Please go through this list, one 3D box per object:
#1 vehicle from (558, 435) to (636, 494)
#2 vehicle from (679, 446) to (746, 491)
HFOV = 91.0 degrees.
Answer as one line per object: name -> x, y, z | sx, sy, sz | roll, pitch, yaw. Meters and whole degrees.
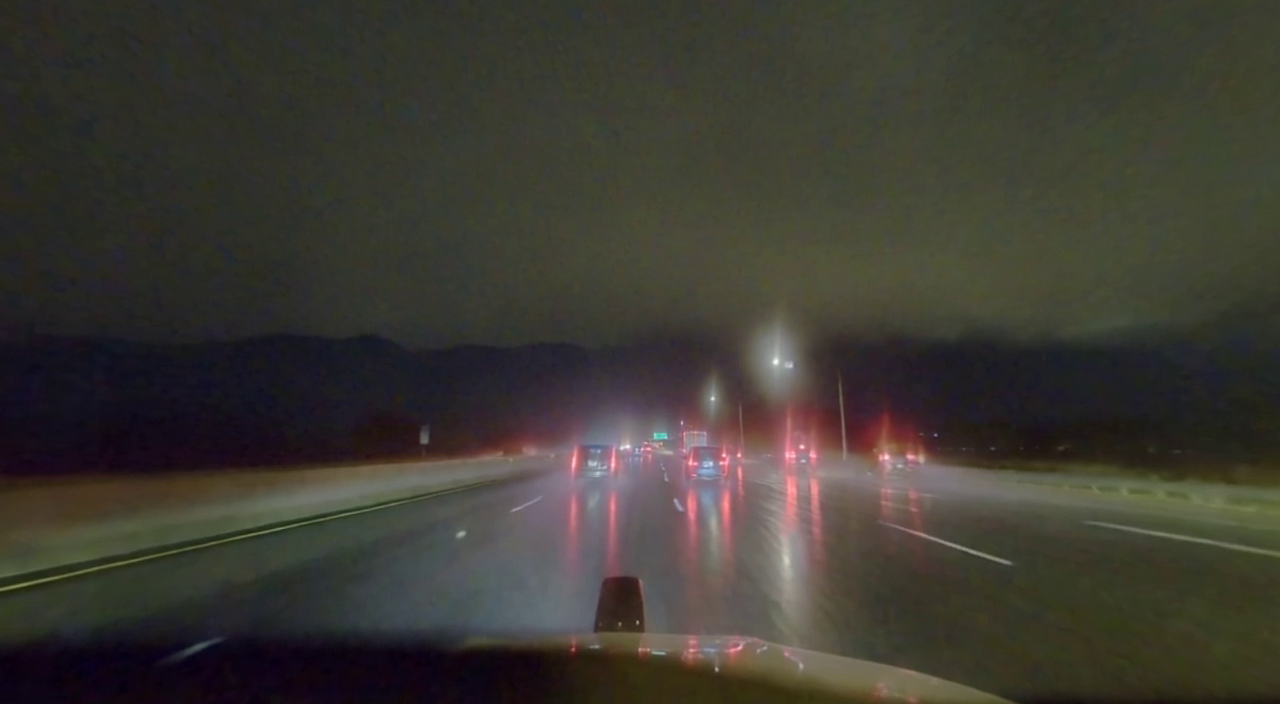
vehicle -> -1.292, 3.663, 20.821 | 2.142, 1.724, 4.344 | 0, -9, 1
vehicle -> 2.536, 4.195, 23.007 | 2.004, 1.471, 4.032 | 1, -9, 1
